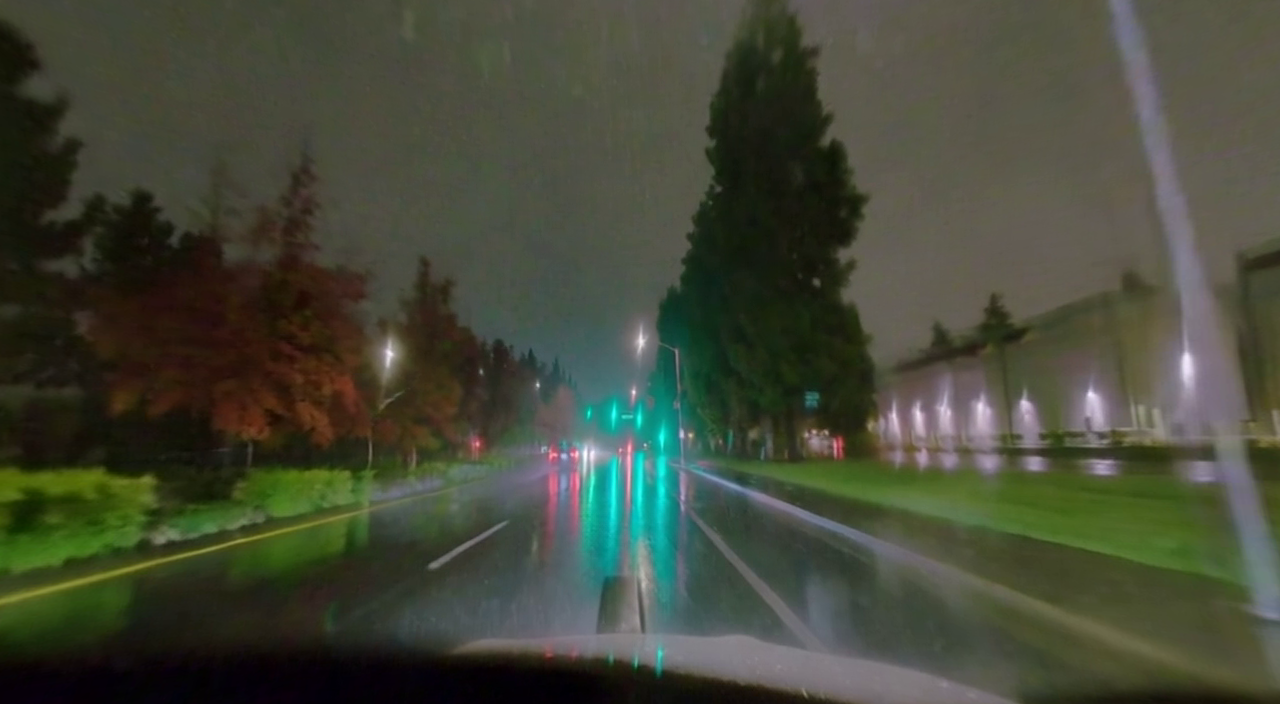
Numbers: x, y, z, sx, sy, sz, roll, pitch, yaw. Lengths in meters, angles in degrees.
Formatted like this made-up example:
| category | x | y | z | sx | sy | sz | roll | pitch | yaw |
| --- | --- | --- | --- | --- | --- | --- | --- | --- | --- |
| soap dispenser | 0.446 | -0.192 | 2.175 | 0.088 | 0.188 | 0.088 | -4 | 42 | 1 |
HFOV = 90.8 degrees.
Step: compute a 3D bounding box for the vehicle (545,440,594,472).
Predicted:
| category | x | y | z | sx | sy | sz | roll | pitch | yaw |
| --- | --- | --- | --- | --- | --- | --- | --- | --- | --- |
| vehicle | -3.892 | 5.837 | 35.669 | 2.202 | 1.685 | 4.772 | 0 | -9 | 0 |
